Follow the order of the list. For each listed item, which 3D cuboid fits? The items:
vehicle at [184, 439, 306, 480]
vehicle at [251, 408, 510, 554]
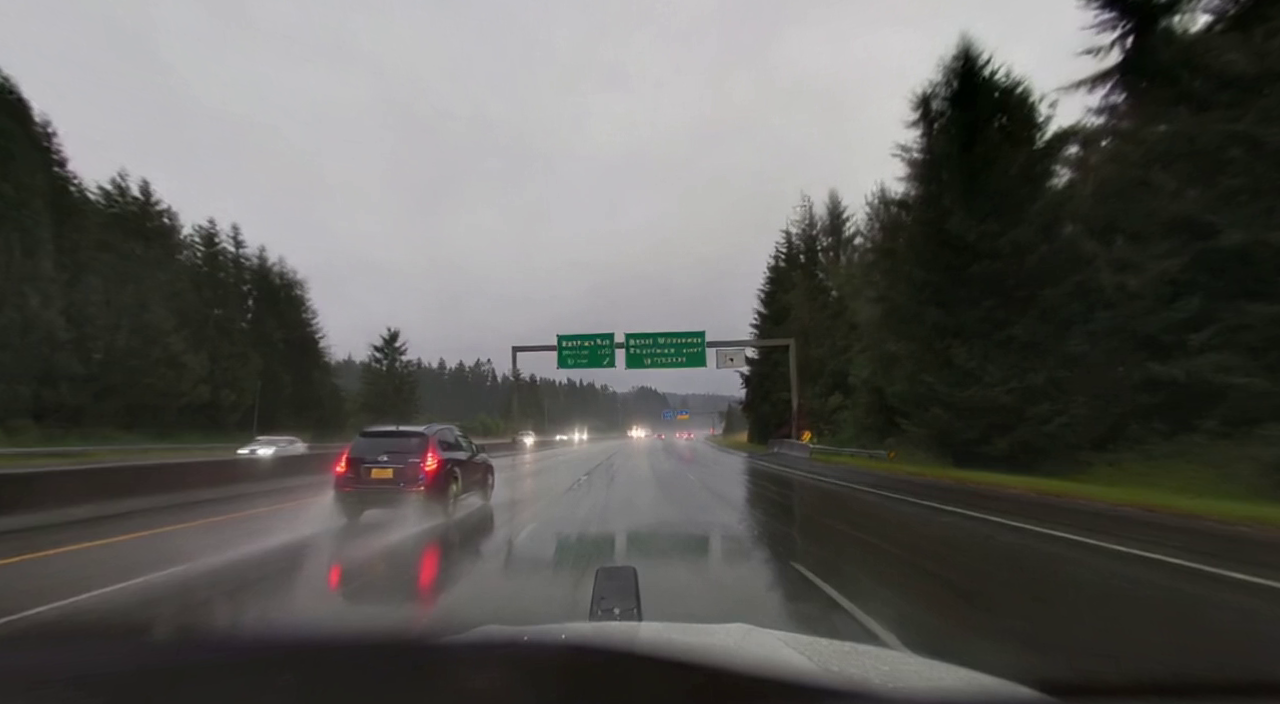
[{"bbox_3d":[-15.790,4.281,25.557,1.956,1.501,4.682,0,-8,-1],"label":"vehicle"},{"bbox_3d":[-3.411,1.768,9.345,2.084,1.654,4.080,0,-8,0],"label":"vehicle"}]
